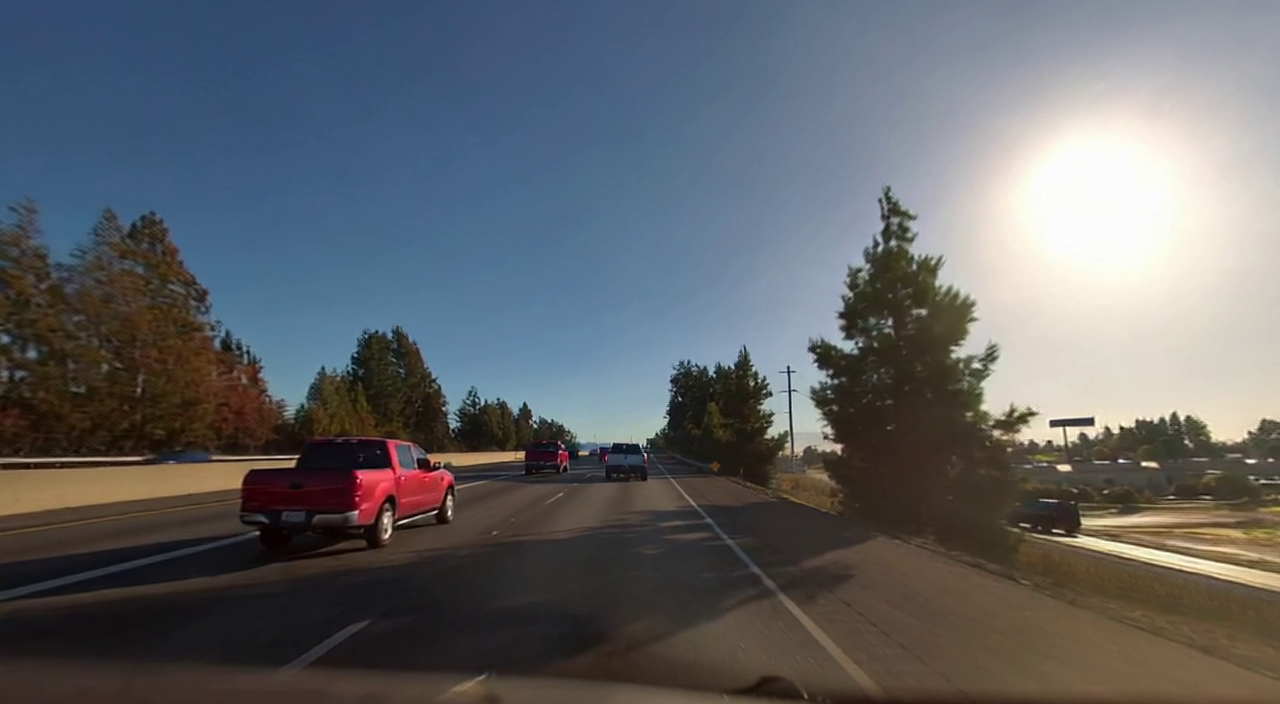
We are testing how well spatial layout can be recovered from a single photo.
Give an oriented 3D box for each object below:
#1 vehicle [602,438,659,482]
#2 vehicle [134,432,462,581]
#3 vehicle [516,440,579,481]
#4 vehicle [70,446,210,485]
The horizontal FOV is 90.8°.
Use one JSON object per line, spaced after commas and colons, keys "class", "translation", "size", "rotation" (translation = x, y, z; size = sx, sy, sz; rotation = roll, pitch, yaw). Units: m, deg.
{"class": "vehicle", "translation": [-0.313, 4.707, 27.810], "size": [2.293, 1.753, 4.380], "rotation": [0, -8, 2]}
{"class": "vehicle", "translation": [-4.069, 1.880, 8.600], "size": [1.936, 1.470, 4.402], "rotation": [0, -8, 1]}
{"class": "vehicle", "translation": [-4.192, 5.027, 29.659], "size": [2.038, 1.704, 5.181], "rotation": [0, -8, 2]}
{"class": "vehicle", "translation": [-21.043, 4.757, 26.912], "size": [1.960, 1.475, 4.762], "rotation": [0, -8, 1]}
